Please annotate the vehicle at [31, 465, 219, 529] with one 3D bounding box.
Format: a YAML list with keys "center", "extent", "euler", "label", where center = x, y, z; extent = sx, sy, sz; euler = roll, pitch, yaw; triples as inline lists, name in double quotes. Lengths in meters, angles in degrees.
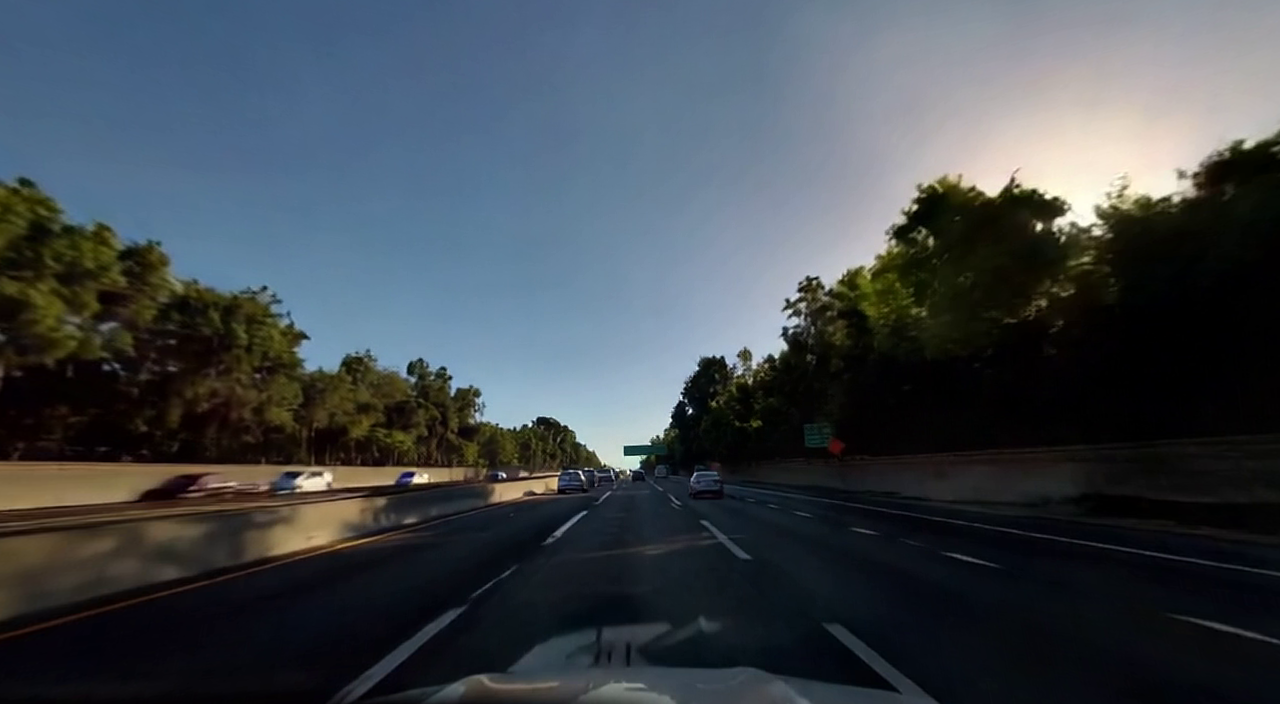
- center: [-13.064, 3.668, 16.336]
  extent: [1.746, 1.428, 3.636]
  euler: [1, -11, 0]
  label: "vehicle"

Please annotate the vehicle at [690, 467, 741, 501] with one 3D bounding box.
- center: [3.644, 6.478, 31.201]
  extent: [1.981, 1.516, 4.109]
  euler: [1, -11, -1]
  label: "vehicle"

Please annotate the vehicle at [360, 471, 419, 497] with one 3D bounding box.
- center: [-16.197, 8.515, 40.947]
  extent: [1.915, 1.516, 4.500]
  euler: [0, -11, 1]
  label: "vehicle"

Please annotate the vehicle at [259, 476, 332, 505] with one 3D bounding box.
- center: [-19.848, 7.978, 36.555]
  extent: [1.776, 1.445, 4.442]
  euler: [1, -11, -1]
  label: "vehicle"

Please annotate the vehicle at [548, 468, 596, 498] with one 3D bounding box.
- center: [-3.589, 6.997, 33.969]
  extent: [2.004, 1.468, 4.812]
  euler: [0, -11, 0]
  label: "vehicle"
